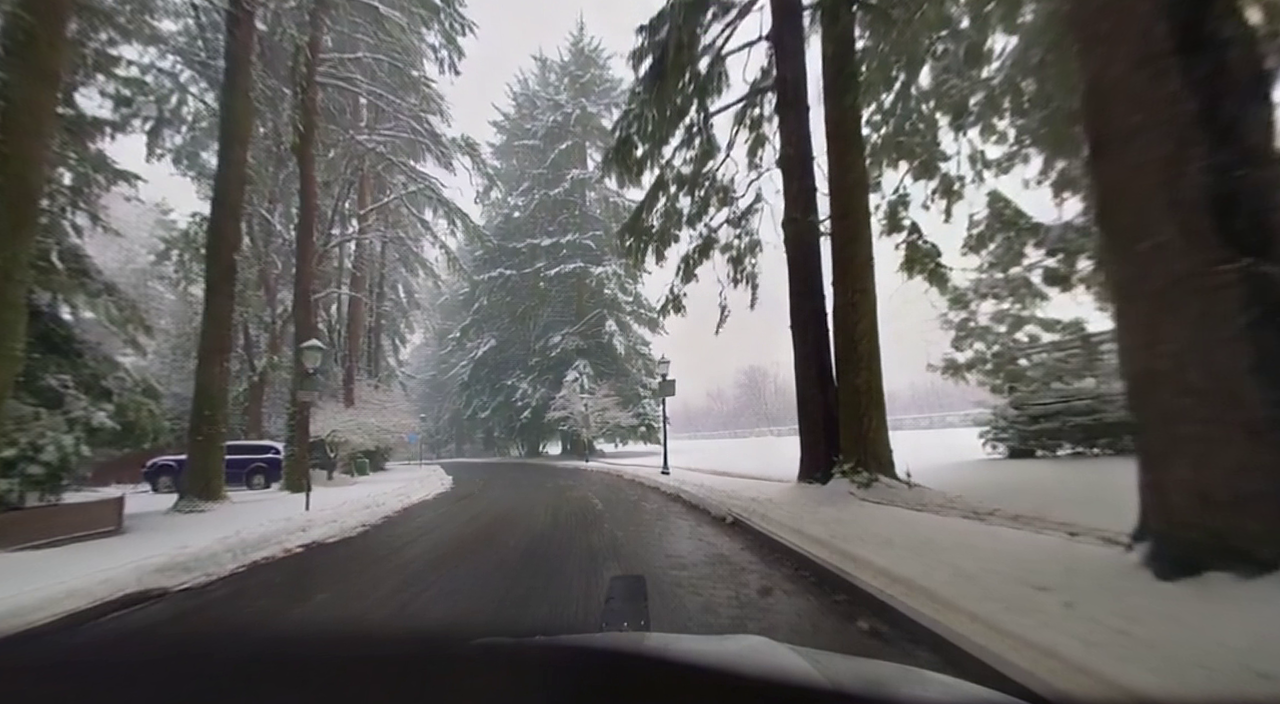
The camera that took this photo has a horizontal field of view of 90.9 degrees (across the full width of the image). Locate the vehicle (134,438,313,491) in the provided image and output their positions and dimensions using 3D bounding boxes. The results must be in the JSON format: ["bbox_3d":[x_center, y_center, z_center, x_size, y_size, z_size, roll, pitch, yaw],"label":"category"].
[{"bbox_3d":[-13.635,3.699,20.885,4.471,1.638,1.877,1,-8,-6],"label":"vehicle"}]
